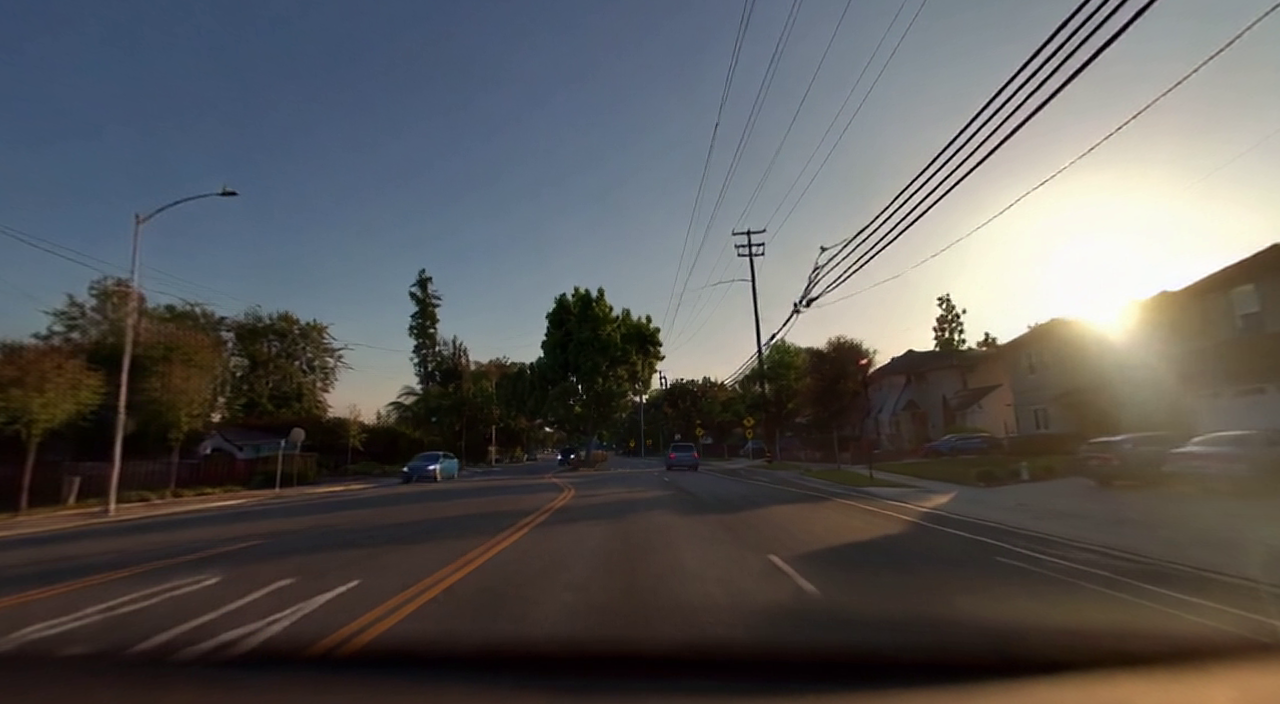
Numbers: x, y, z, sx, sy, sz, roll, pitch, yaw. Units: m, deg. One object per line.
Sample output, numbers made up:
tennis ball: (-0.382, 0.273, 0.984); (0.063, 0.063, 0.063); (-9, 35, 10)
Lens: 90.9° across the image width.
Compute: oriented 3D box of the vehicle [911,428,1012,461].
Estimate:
vehicle: (18.184, 5.255, 35.685); (4.766, 1.493, 2.076); (-9, -11, 30)

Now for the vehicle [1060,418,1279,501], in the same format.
vehicle: (12.192, 2.405, 14.478); (1.970, 1.561, 4.725); (-2, -9, 3)

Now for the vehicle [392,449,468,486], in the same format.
vehicle: (-9.858, 5.432, 29.990); (2.050, 1.536, 4.537); (-2, -9, 1)

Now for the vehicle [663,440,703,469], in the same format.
vehicle: (2.891, 6.998, 43.212); (2.144, 1.843, 4.827); (0, -9, -3)
